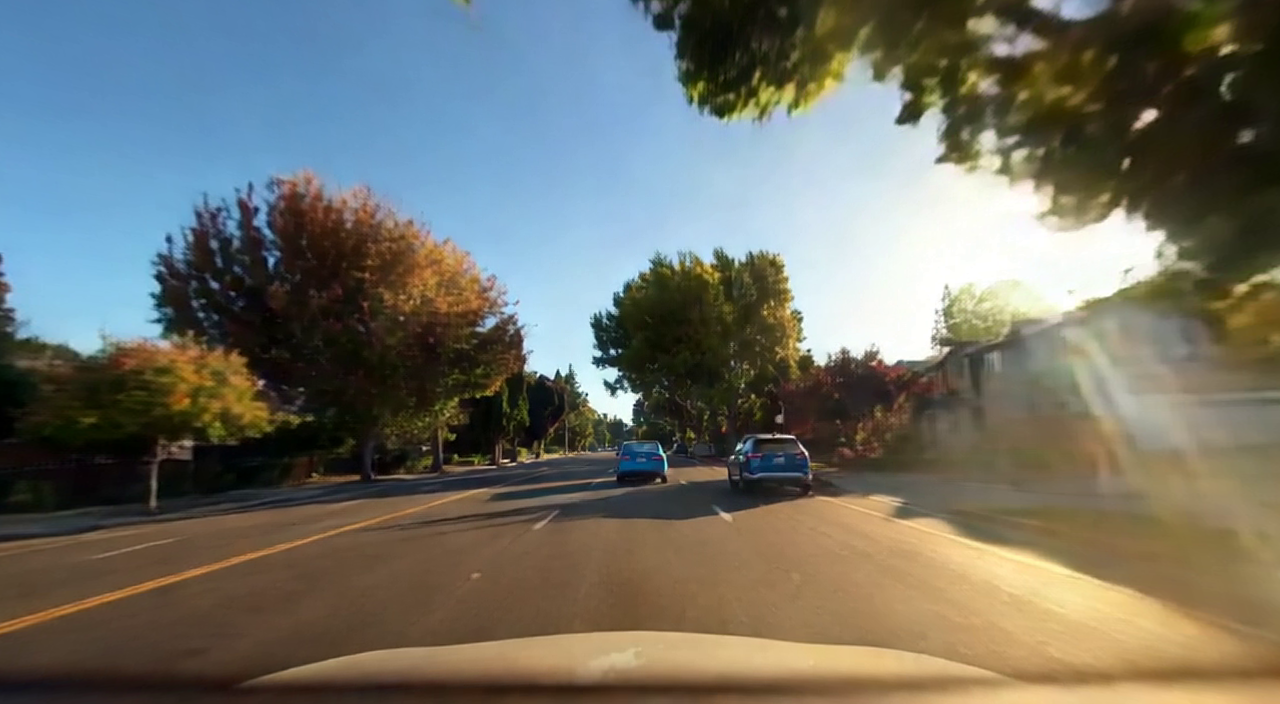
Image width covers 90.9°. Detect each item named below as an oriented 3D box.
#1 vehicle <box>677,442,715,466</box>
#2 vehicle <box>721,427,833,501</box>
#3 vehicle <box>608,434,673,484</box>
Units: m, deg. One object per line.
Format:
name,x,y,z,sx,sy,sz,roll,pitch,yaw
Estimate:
vehicle,3.672,6.776,42.058,2.099,1.463,4.130,0,-8,-1
vehicle,3.558,3.002,17.297,2.024,1.711,4.512,0,-8,0
vehicle,0.028,3.929,23.353,2.200,1.653,4.127,0,-8,0
